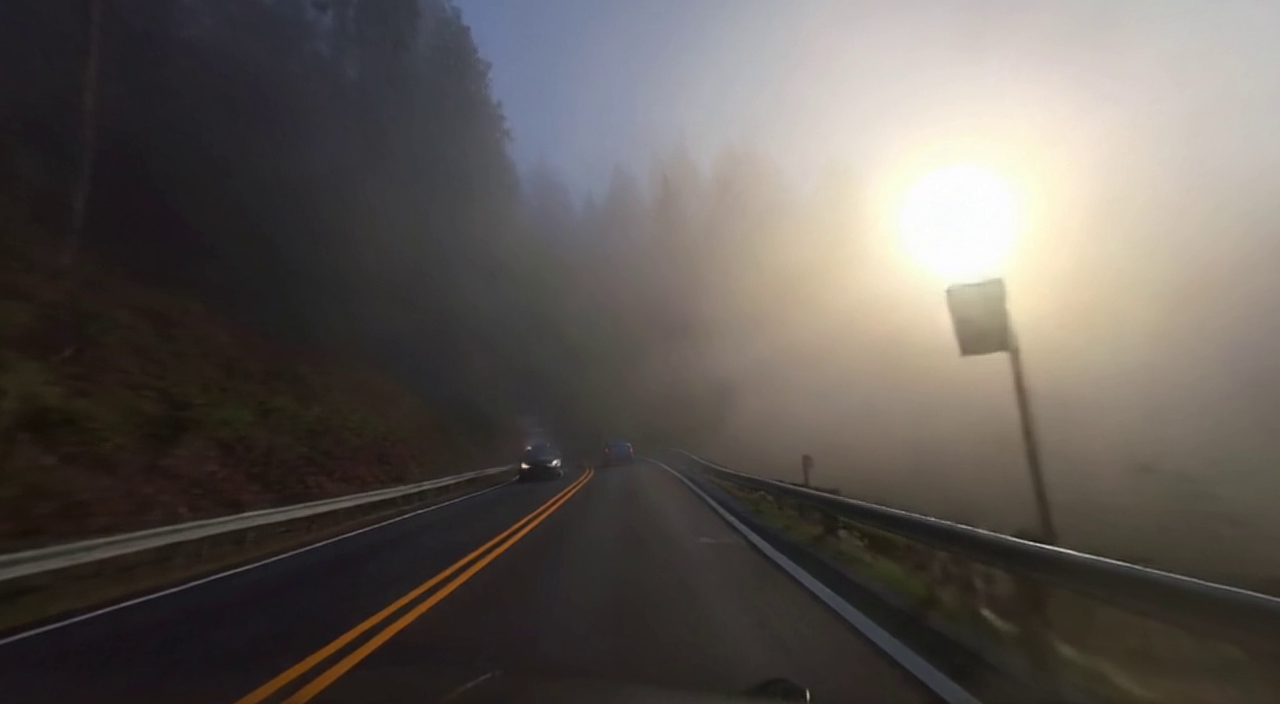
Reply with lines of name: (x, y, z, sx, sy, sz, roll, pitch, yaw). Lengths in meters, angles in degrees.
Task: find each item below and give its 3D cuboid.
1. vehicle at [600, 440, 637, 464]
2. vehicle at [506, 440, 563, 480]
vehicle: (-1.525, 6.728, 42.552, 2.120, 1.491, 4.349, 1, -8, -7)
vehicle: (-5.290, 5.458, 32.240, 2.319, 1.864, 4.569, 0, -8, -3)
